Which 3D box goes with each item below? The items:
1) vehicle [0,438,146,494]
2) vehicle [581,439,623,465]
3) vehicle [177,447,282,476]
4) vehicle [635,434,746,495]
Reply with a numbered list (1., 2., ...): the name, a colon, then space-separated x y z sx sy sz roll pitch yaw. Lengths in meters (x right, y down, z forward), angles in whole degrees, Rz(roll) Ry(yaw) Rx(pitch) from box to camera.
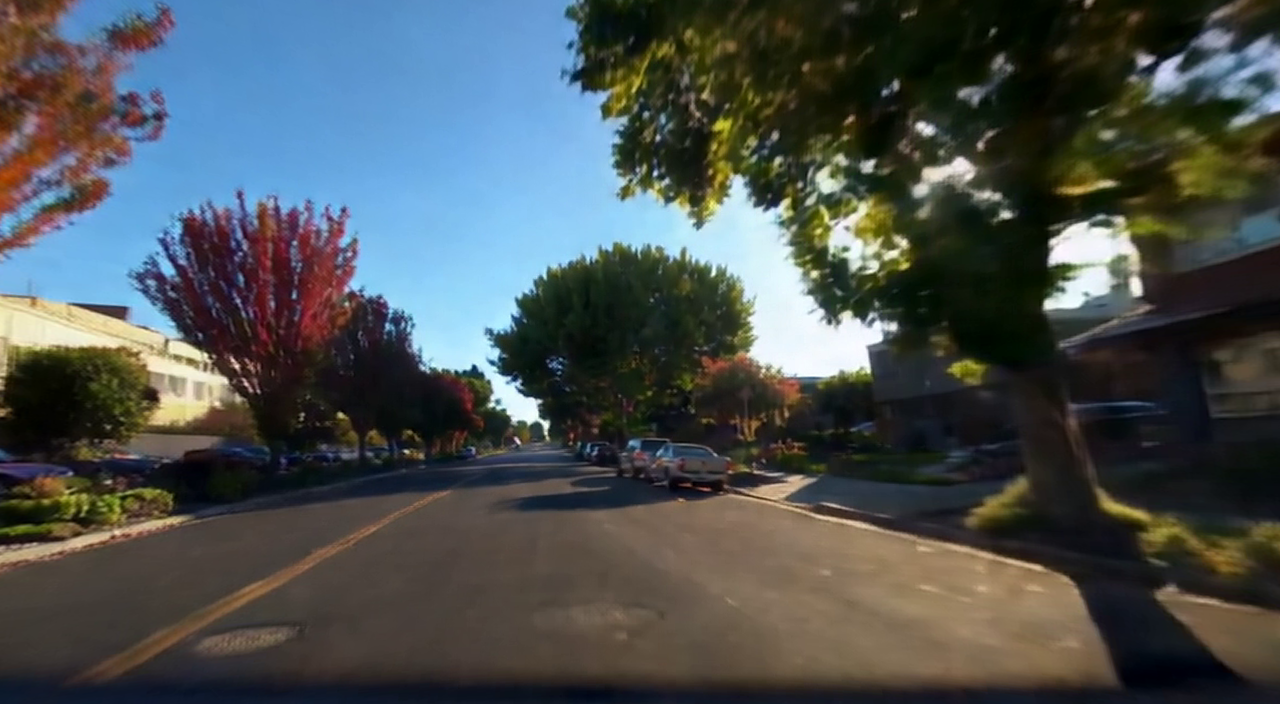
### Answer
1. vehicle: -18.869 3.627 20.314 4.444 1.647 2.117 -2 -8 10
2. vehicle: -2.508 6.319 40.044 1.952 1.538 5.215 1 -8 -11
3. vehicle: -22.082 5.869 34.046 4.491 1.455 1.959 -2 -8 8
4. vehicle: 1.295 3.262 18.737 1.933 1.528 5.006 1 -9 -12
